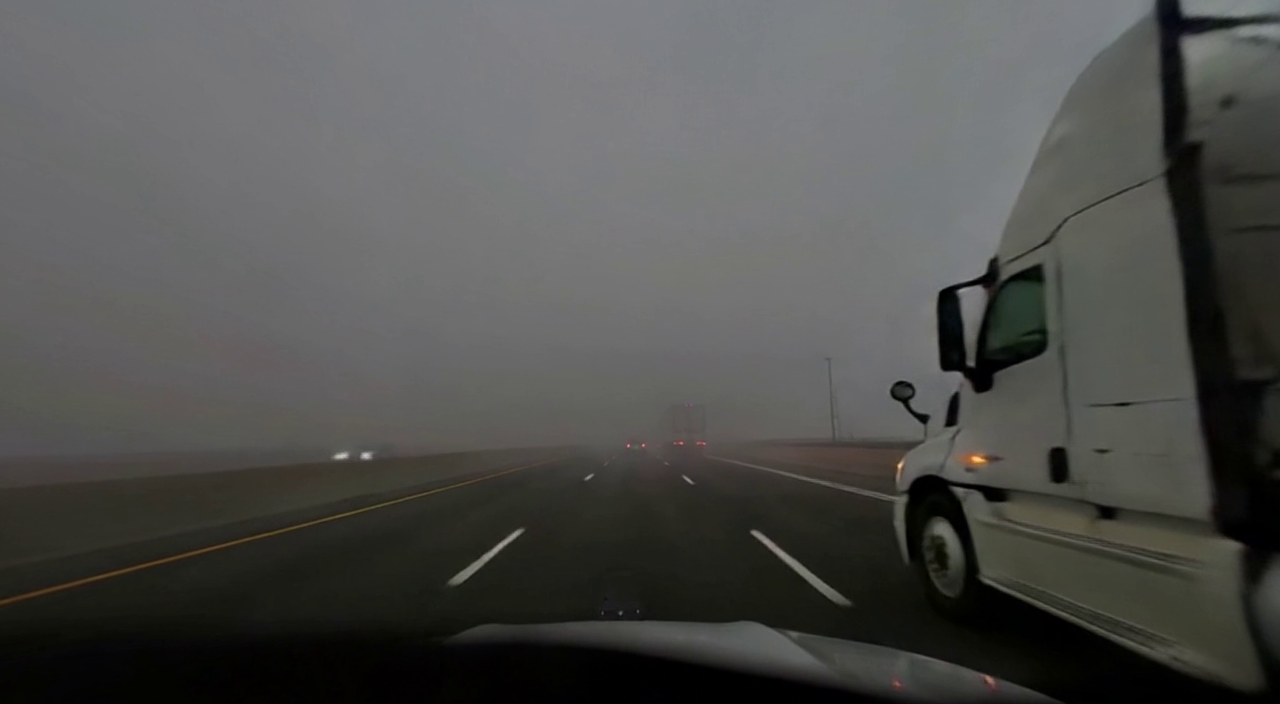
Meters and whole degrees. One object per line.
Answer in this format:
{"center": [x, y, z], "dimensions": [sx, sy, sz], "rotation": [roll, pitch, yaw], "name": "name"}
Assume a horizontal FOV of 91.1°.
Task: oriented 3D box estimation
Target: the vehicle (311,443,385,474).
{"center": [-16.242, 5.912, 35.210], "dimensions": [1.925, 1.554, 4.674], "rotation": [0, -8, 0], "name": "vehicle"}
